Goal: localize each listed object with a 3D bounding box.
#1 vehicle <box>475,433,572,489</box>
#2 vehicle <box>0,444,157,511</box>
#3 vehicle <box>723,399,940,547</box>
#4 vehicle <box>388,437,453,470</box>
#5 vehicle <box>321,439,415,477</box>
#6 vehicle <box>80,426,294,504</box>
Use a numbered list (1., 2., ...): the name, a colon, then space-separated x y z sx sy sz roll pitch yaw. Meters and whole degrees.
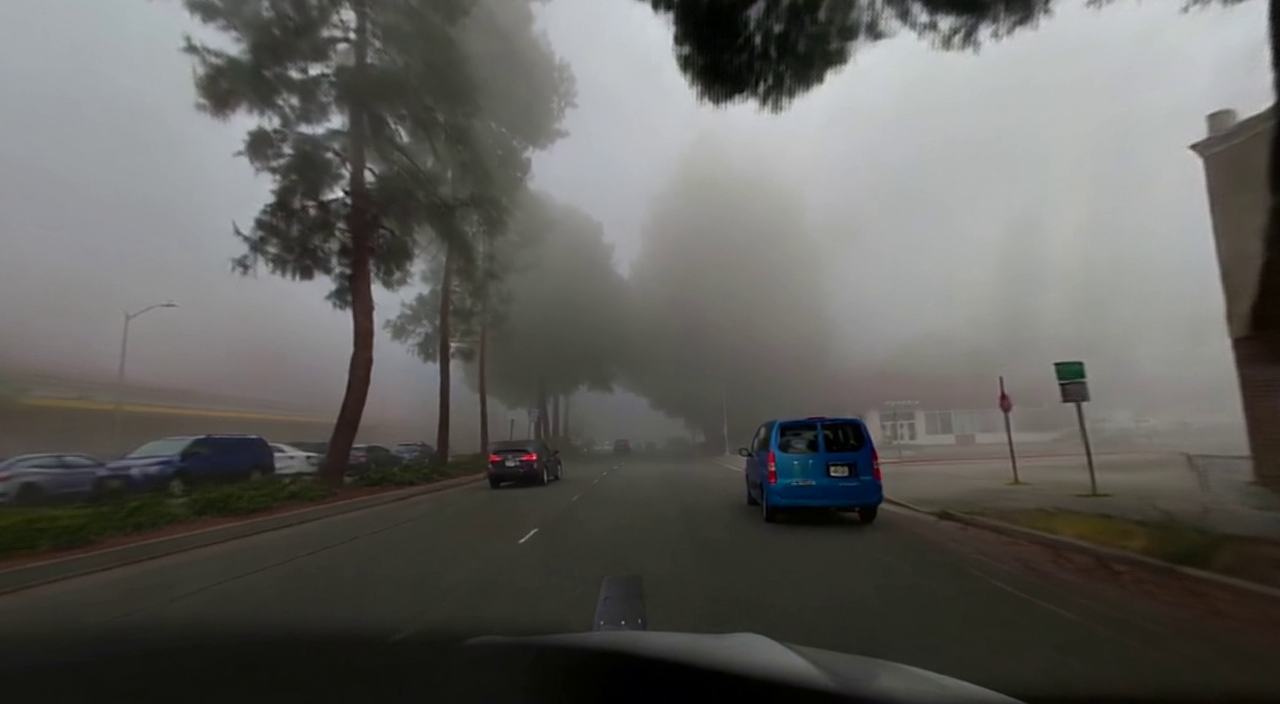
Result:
1. vehicle: -3.347 3.224 18.959 1.966 1.481 4.385 0 -8 2
2. vehicle: -15.250 3.185 16.498 1.900 1.509 4.104 0 -8 -2
3. vehicle: 2.624 1.795 9.955 2.293 1.779 4.457 -1 -8 4
4. vehicle: -11.526 5.351 33.300 1.852 1.621 4.166 0 -8 1
5. vehicle: -11.469 4.494 26.875 1.959 1.488 4.390 0 -8 1
6. vehicle: -11.922 2.991 17.111 2.117 1.787 4.917 0 -8 0
